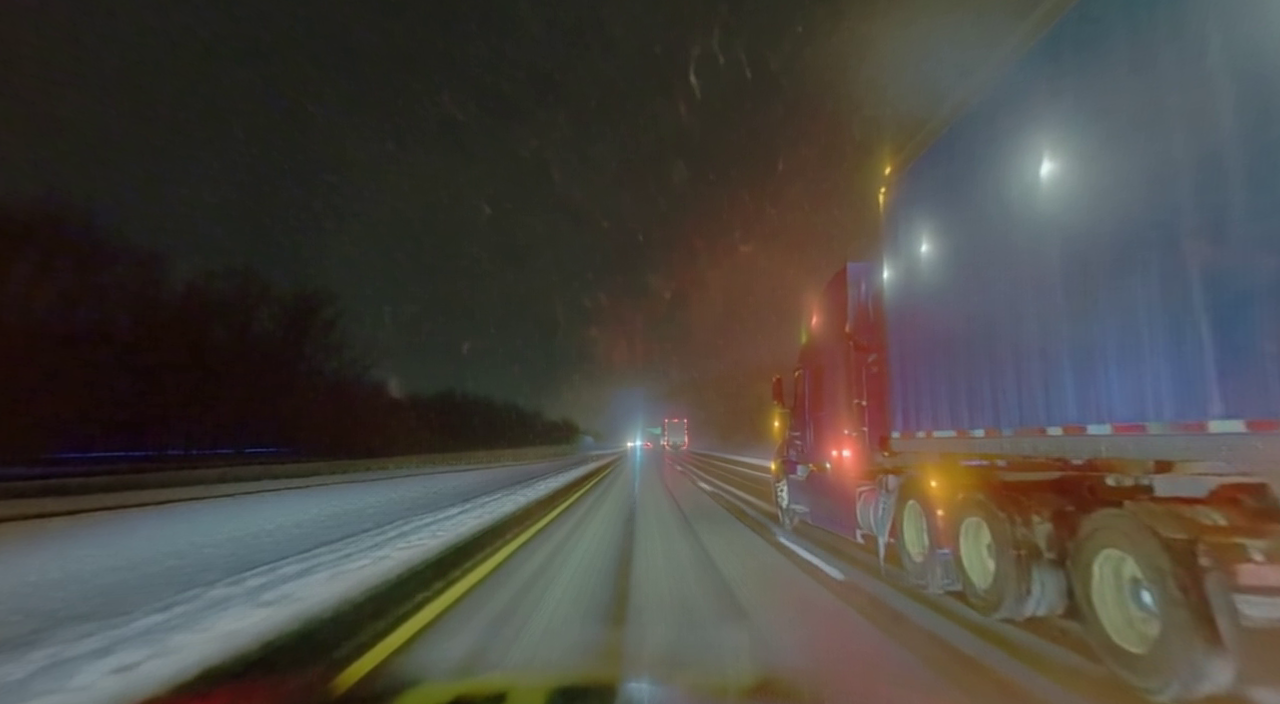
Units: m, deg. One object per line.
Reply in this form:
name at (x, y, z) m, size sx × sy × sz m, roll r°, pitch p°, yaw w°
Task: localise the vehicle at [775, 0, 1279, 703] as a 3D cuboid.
vehicle at (4.043, 0.299, 6.814) m, size 3.080 × 4.016 × 9.760 m, roll 0°, pitch -8°, yaw 1°
